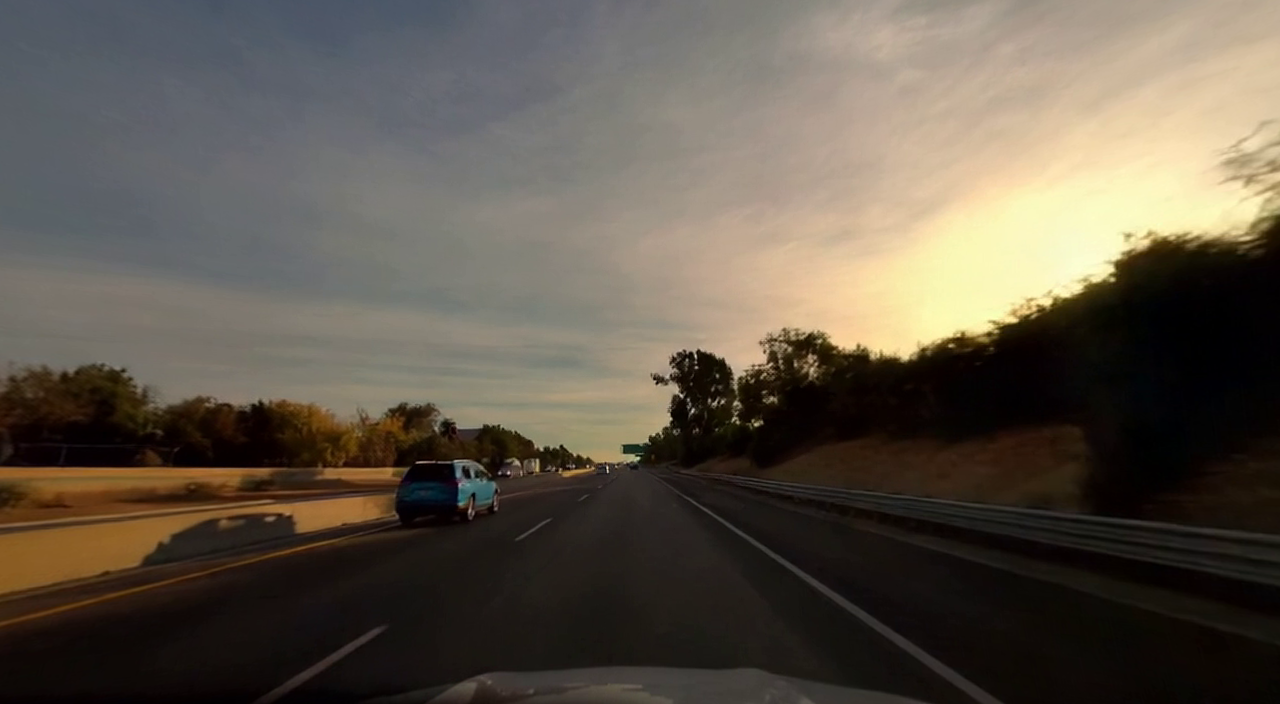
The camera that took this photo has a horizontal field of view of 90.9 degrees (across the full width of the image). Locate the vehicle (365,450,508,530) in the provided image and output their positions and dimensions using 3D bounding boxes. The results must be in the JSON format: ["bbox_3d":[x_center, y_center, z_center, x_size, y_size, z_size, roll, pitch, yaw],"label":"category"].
[{"bbox_3d":[-4.462,3.100,14.526,1.914,1.534,4.015,1,-10,0],"label":"vehicle"}]
